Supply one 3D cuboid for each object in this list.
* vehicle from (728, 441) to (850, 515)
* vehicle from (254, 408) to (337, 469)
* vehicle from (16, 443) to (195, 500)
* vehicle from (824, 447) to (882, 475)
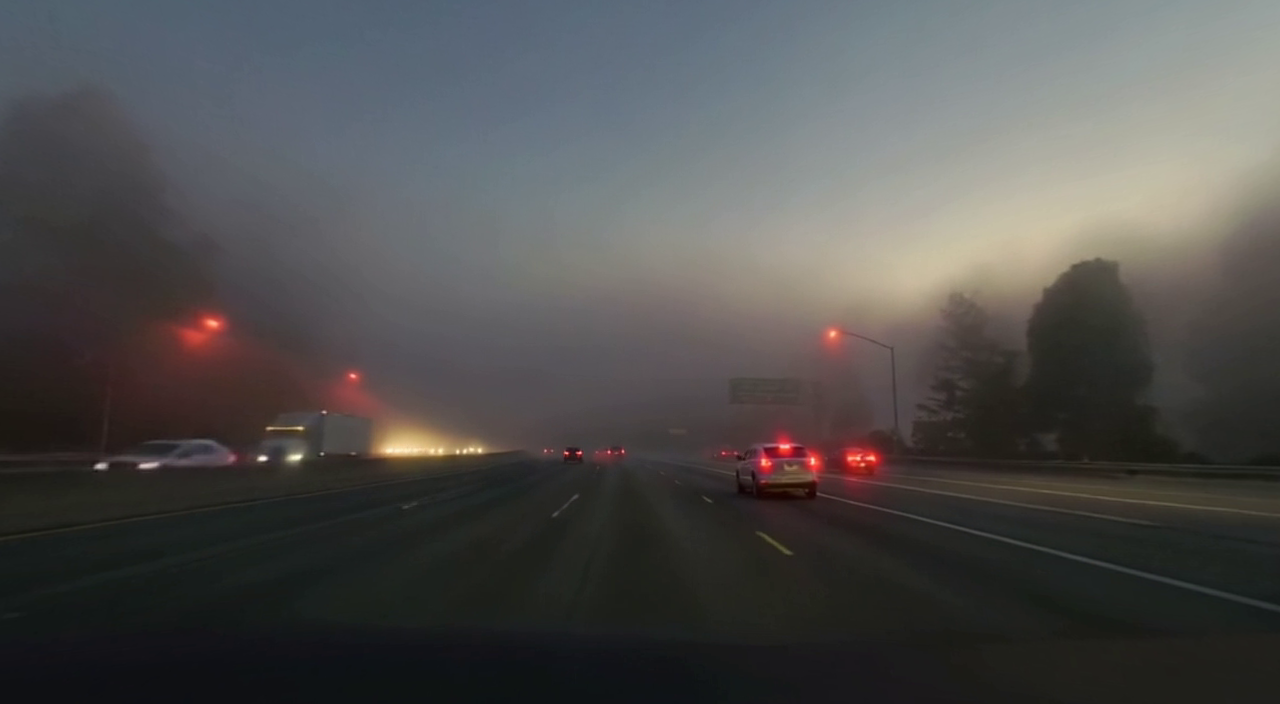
[{"bbox_3d":[3.461,2.993,15.439,1.975,1.562,3.823,0,-9,-1],"label":"vehicle"},{"bbox_3d":[-24.979,6.427,46.058,2.931,4.092,6.128,1,-10,-6],"label":"vehicle"},{"bbox_3d":[-16.432,3.667,19.719,1.861,1.545,4.299,0,-9,-1],"label":"vehicle"},{"bbox_3d":[12.434,6.366,36.997,1.878,1.486,4.636,0,-9,1],"label":"vehicle"}]
